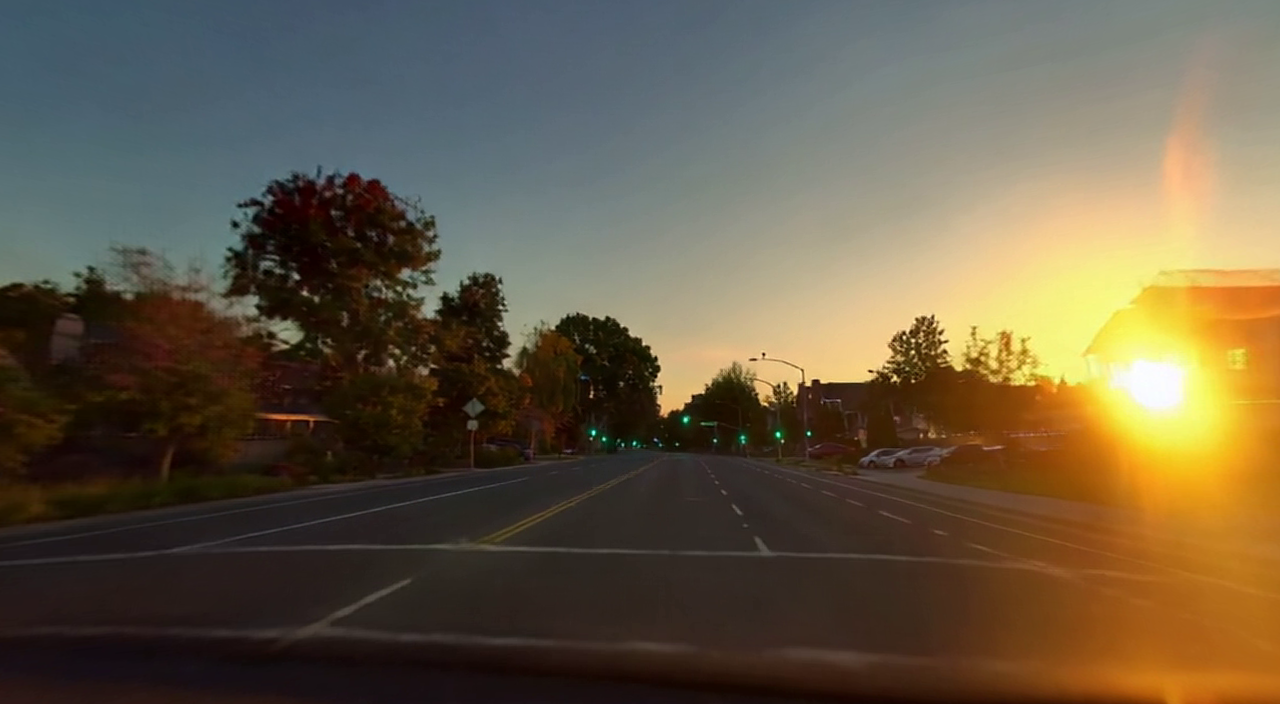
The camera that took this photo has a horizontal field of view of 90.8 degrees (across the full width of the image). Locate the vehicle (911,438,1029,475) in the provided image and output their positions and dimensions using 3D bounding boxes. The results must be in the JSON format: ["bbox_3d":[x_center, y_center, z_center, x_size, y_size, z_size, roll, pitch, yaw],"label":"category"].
[{"bbox_3d":[17.037,5.390,32.806,4.854,1.803,2.179,0,-8,0],"label":"vehicle"}]
